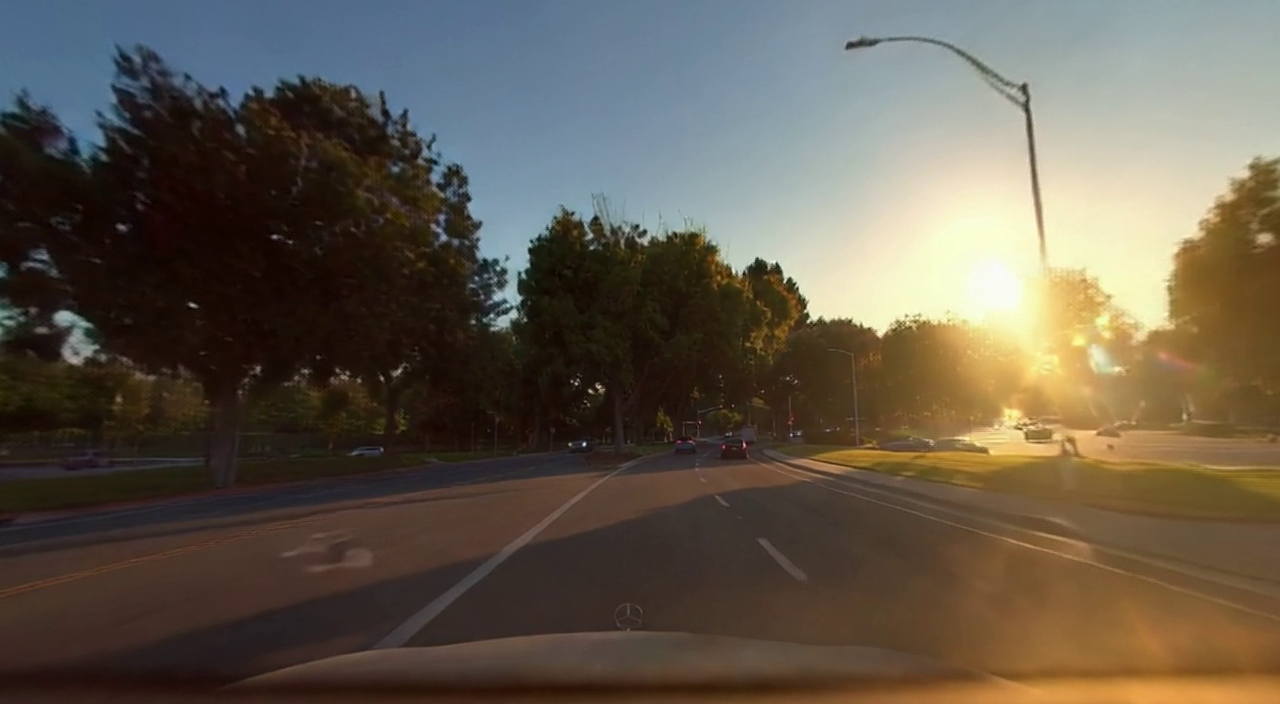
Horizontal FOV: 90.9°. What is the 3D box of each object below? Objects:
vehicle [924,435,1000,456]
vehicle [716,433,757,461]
[{"bbox_3d":[23.834,6.937,46.809,4.322,1.467,2.457,0,-8,0],"label":"vehicle"},{"bbox_3d":[5.595,5.556,36.967,1.989,1.497,4.436,-1,-8,4],"label":"vehicle"}]
